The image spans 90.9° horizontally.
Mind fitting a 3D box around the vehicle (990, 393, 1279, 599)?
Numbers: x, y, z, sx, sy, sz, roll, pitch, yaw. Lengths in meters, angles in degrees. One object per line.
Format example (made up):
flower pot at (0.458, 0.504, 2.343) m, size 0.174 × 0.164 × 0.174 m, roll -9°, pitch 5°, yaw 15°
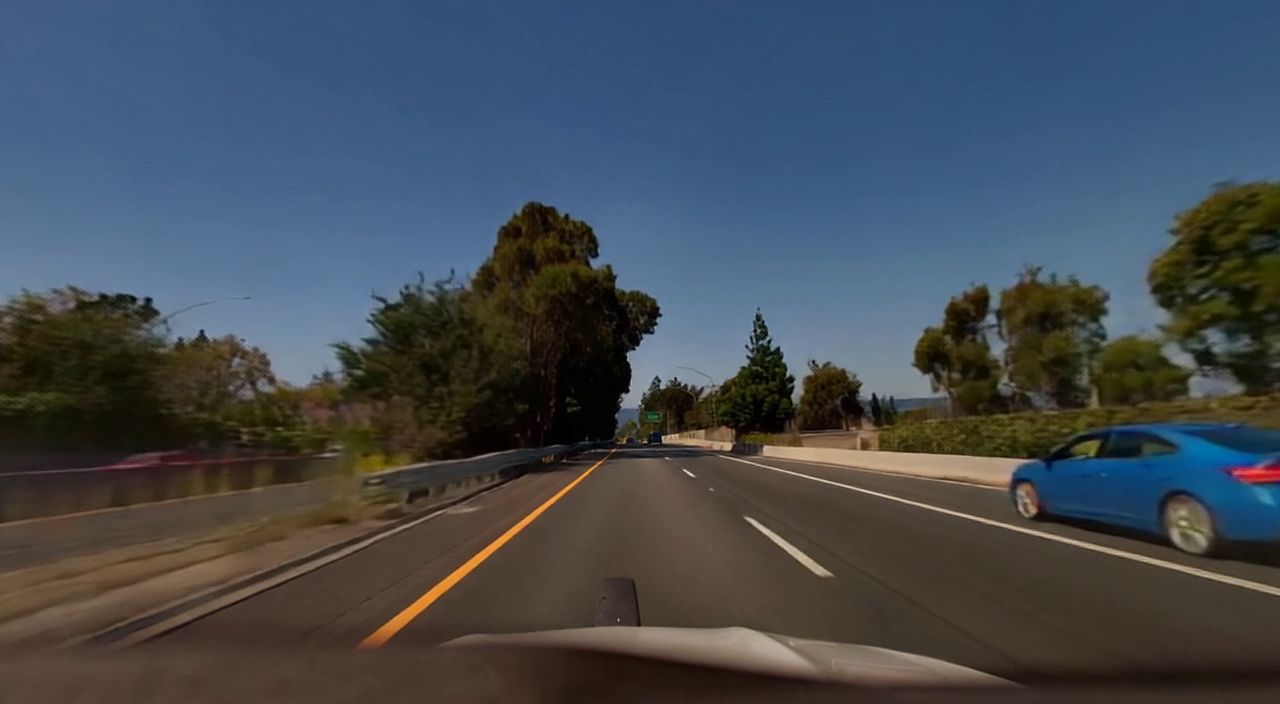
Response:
vehicle at (6.399, 1.411, 6.803) m, size 2.273 × 1.698 × 4.863 m, roll 0°, pitch -8°, yaw -2°
